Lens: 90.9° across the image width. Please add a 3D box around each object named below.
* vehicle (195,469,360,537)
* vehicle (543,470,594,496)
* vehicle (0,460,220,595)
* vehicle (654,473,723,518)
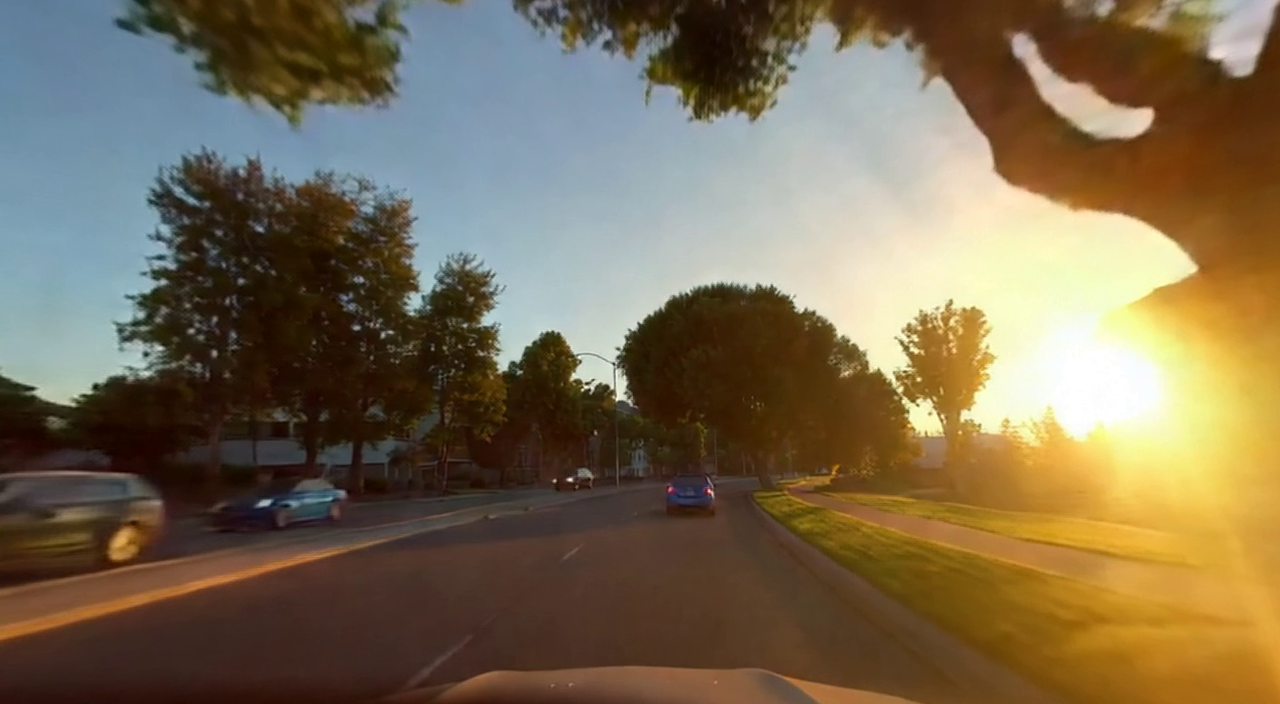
[{"bbox_3d":[-10.297,4.295,18.402,1.856,1.569,4.572,-5,-11,5],"label":"vehicle"},{"bbox_3d":[-5.184,9.576,46.336,2.066,1.744,4.771,-4,-11,14],"label":"vehicle"},{"bbox_3d":[-8.196,2.277,8.447,1.870,1.518,4.390,-3,-11,4],"label":"vehicle"},{"bbox_3d":[1.752,4.723,21.129,1.972,1.250,5.282,-1,-11,8],"label":"vehicle"}]
